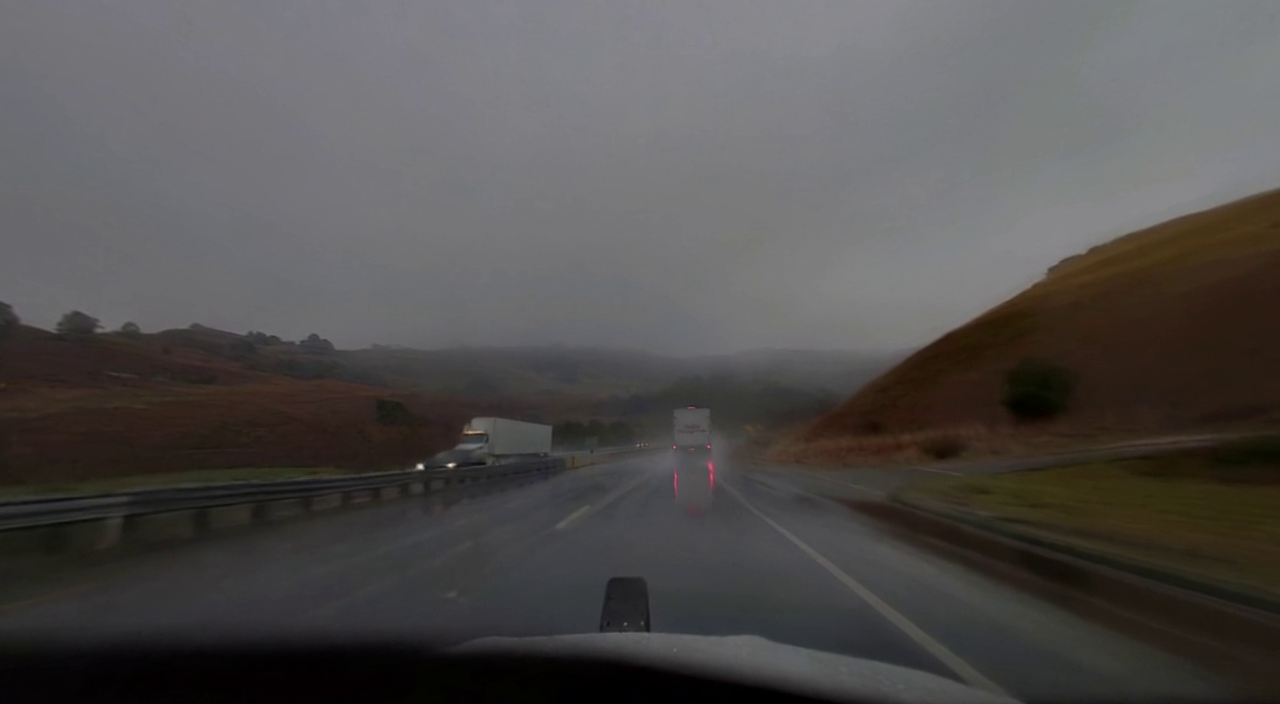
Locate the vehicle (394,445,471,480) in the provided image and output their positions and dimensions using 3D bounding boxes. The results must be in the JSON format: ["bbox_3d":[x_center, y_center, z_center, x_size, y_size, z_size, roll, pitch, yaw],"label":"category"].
[{"bbox_3d":[-10.354,5.508,31.817,1.985,1.610,4.553,-1,-9,5],"label":"vehicle"}]
